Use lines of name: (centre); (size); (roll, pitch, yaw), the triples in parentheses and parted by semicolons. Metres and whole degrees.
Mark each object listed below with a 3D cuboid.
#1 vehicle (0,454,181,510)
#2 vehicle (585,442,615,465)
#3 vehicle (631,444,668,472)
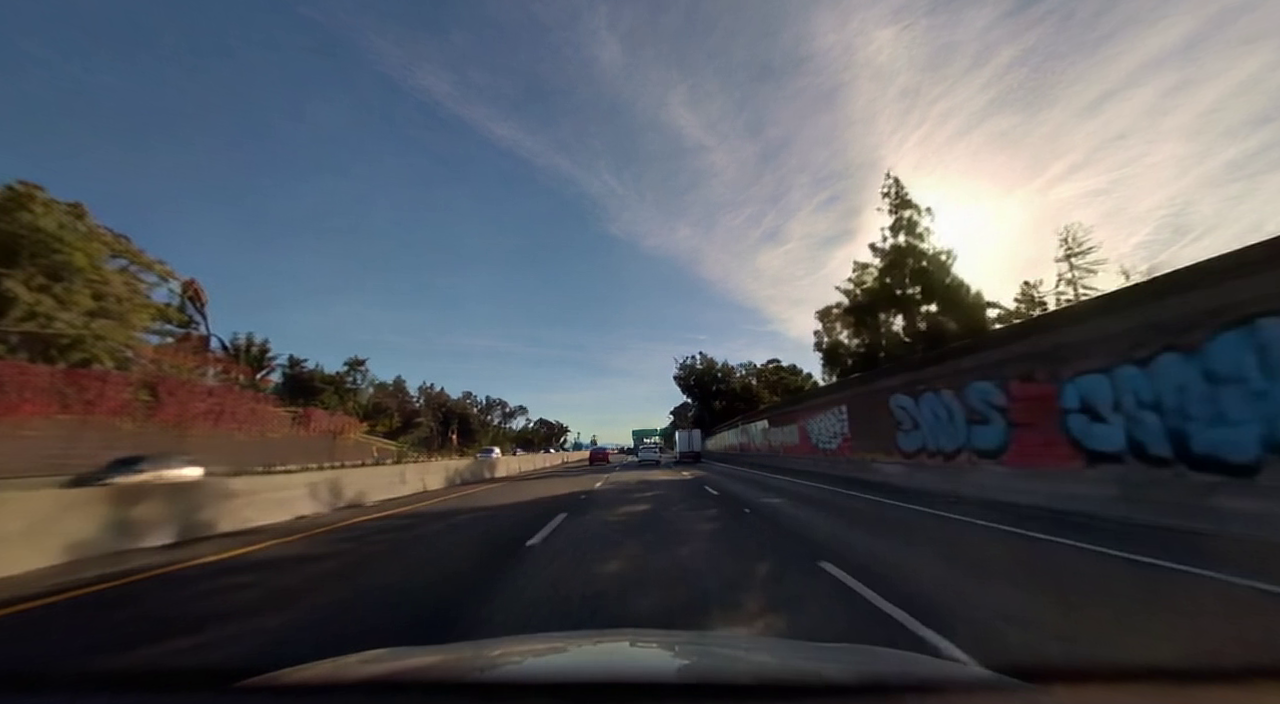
vehicle: (-16.474, 3.871, 19.173); (1.884, 1.462, 4.122); (0, -9, 0)
vehicle: (-3.107, 8.045, 49.880); (2.095, 1.671, 4.193); (0, -9, 0)
vehicle: (0.526, 6.134, 36.713); (2.009, 1.506, 4.091); (0, -9, 0)
